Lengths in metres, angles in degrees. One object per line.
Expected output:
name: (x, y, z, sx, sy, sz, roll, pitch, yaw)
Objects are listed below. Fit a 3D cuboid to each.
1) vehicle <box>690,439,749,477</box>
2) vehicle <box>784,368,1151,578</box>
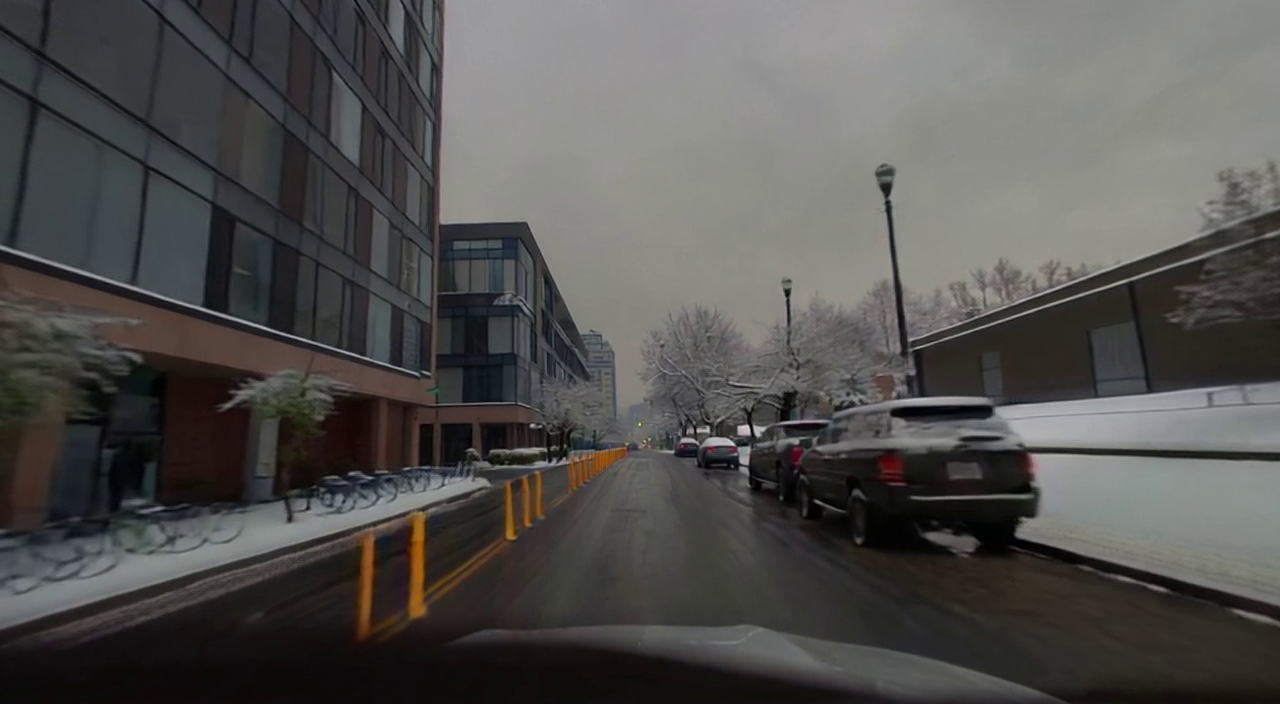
vehicle: (3.360, 4.558, 27.544, 1.963, 1.445, 4.948, -1, -8, 1)
vehicle: (3.498, 1.442, 8.175, 2.127, 1.864, 4.892, -1, -8, 1)
